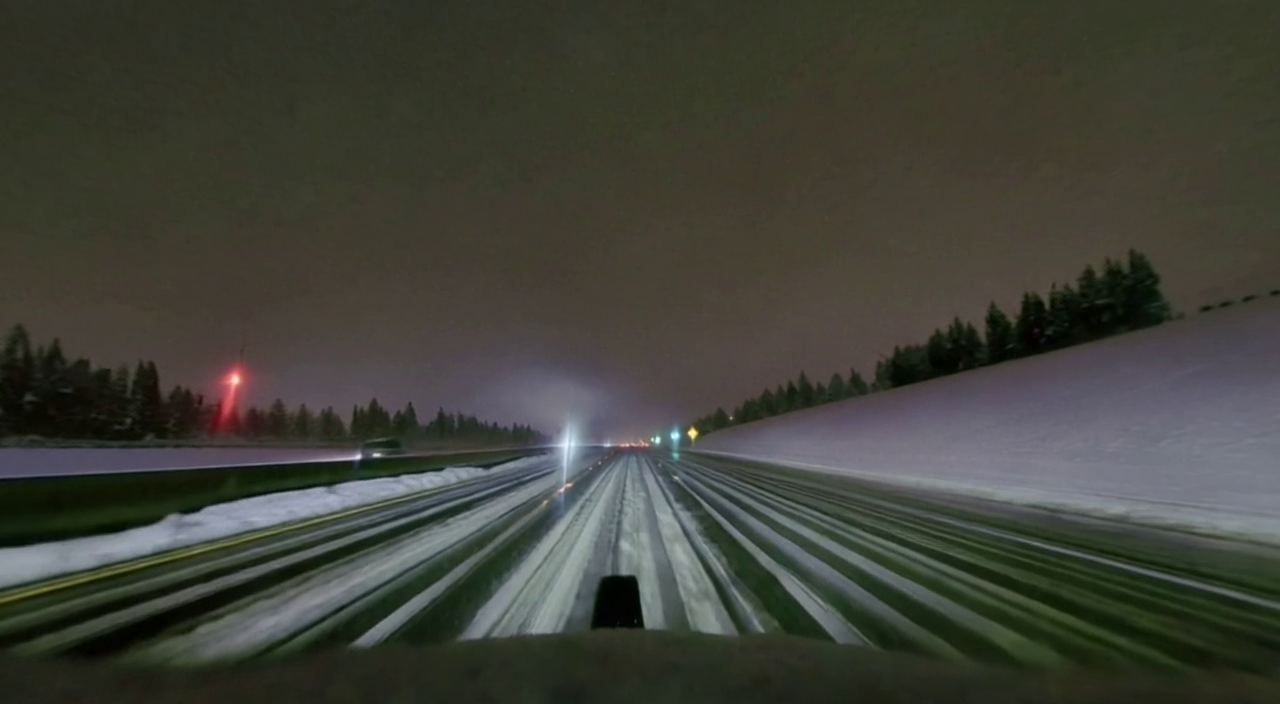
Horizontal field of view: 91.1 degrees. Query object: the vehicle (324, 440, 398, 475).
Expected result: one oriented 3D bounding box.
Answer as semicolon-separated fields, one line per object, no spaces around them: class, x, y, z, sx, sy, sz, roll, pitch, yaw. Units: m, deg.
vehicle;-16.254;6.134;36.956;2.071;1.855;4.813;0;-8;1
